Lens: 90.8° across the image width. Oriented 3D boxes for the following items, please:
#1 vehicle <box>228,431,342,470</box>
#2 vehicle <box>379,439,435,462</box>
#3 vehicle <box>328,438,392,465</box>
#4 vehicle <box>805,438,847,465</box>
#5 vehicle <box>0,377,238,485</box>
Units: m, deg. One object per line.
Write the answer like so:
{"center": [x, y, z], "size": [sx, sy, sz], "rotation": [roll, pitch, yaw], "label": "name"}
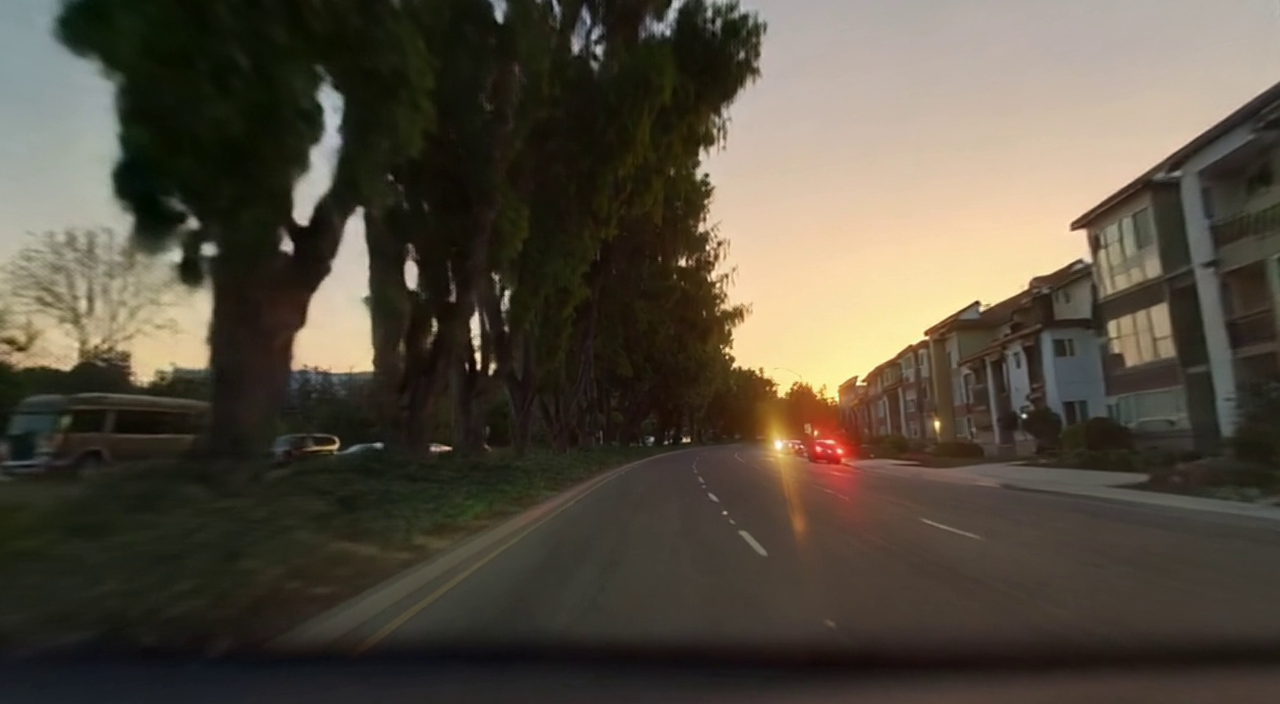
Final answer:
{"center": [-17.813, 5.012, 32.165], "size": [2.226, 1.733, 5.775], "rotation": [-1, -9, 4], "label": "vehicle"}
{"center": [-16.572, 7.065, 45.181], "size": [1.823, 1.455, 4.680], "rotation": [-3, -9, 6], "label": "vehicle"}
{"center": [-17.285, 6.145, 39.173], "size": [1.802, 1.487, 4.359], "rotation": [-3, -9, 3], "label": "vehicle"}
{"center": [13.060, 6.984, 44.650], "size": [2.037, 1.655, 4.760], "rotation": [3, -7, 7], "label": "vehicle"}
{"center": [-18.293, 2.931, 22.535], "size": [2.781, 3.224, 7.055], "rotation": [-1, -9, 4], "label": "vehicle"}
